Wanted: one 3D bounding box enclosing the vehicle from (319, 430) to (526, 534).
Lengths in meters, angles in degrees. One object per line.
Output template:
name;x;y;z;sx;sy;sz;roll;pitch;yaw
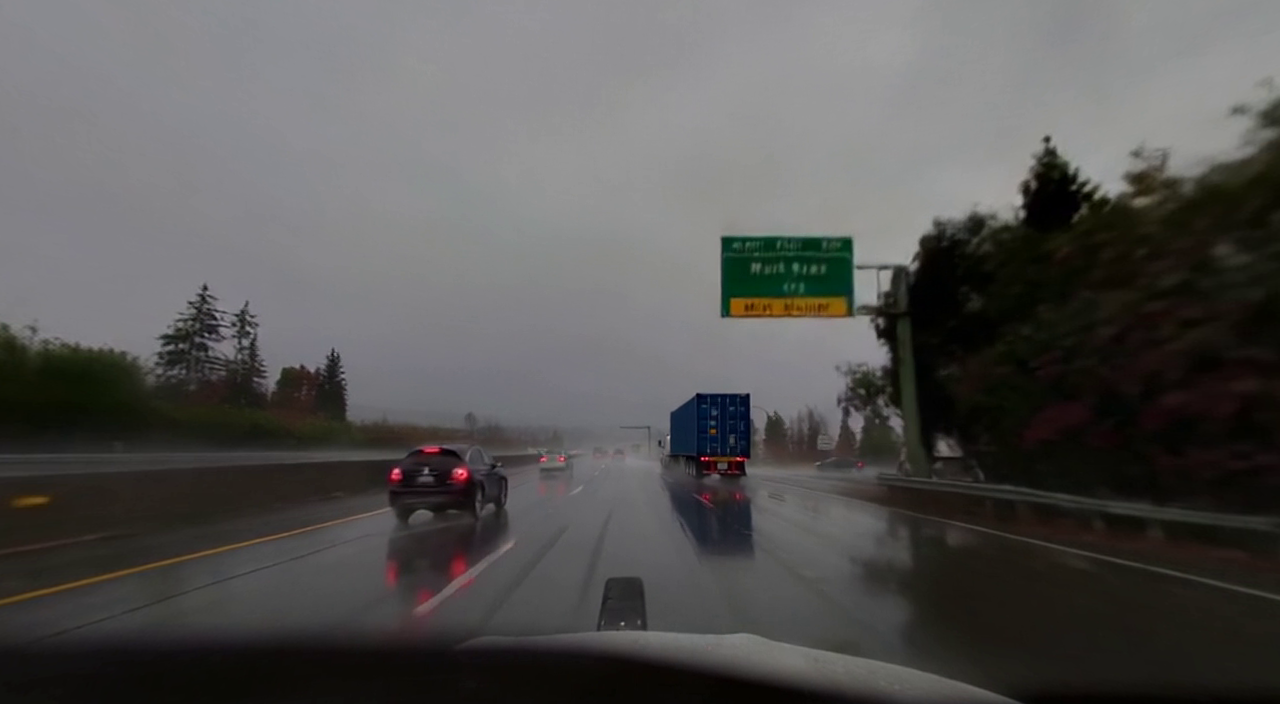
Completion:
vehicle;-3.969;2.500;12.756;2.370;1.647;5.091;0;-9;0

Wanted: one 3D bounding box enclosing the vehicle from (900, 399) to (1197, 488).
vehicle;23.666;5.829;39.355;3.081;4.331;17.117;3;-10;-19

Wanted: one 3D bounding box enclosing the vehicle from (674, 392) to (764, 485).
vehicle;3.791;4.792;34.083;2.821;4.046;12.876;0;-9;-2

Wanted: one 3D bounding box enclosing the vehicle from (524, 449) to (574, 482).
vehicle;-4.505;5.690;31.752;2.063;1.532;3.763;0;-9;-1
